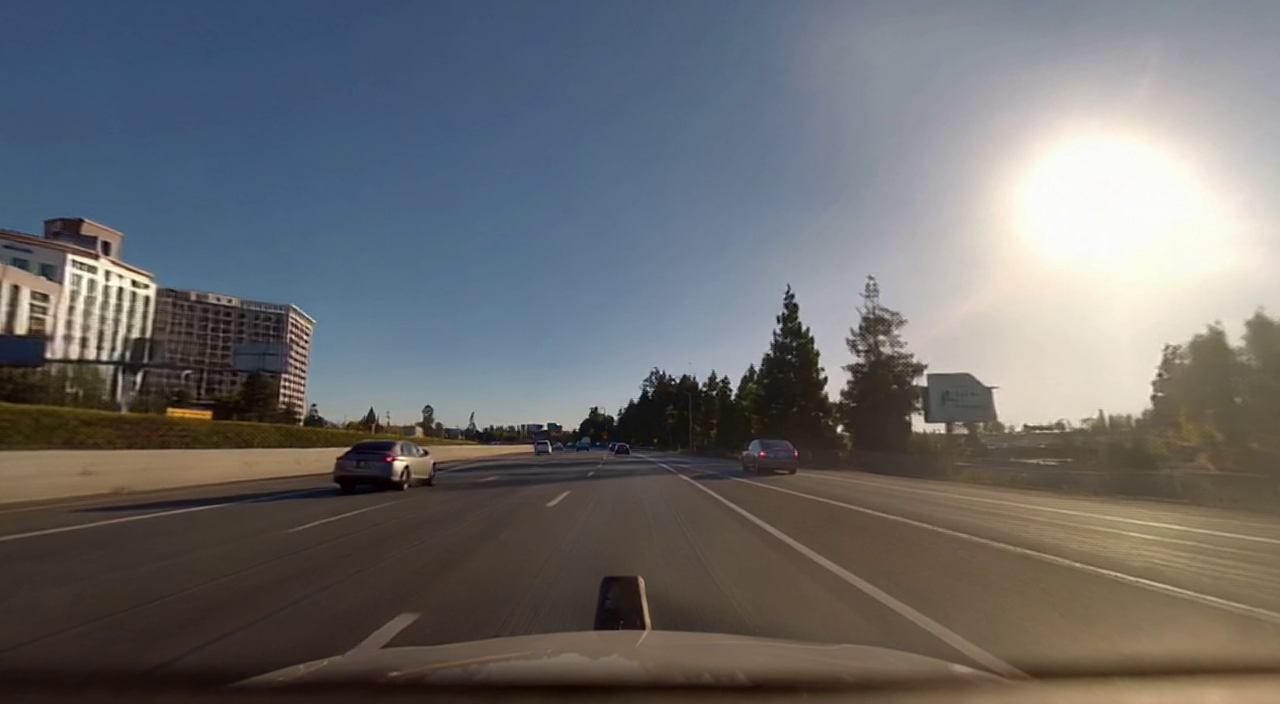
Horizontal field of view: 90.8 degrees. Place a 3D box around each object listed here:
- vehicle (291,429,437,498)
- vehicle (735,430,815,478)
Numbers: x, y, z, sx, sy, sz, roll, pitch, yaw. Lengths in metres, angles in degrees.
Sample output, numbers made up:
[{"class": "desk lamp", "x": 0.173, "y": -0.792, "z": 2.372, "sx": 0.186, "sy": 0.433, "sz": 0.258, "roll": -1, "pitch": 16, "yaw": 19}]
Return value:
[{"class": "vehicle", "x": -7.596, "y": 3.128, "z": 18.060, "sx": 2.030, "sy": 1.672, "sz": 4.913, "roll": 0, "pitch": -9, "yaw": -1}, {"class": "vehicle", "x": 5.341, "y": 4.115, "z": 25.627, "sx": 2.023, "sy": 1.782, "sz": 4.193, "roll": 0, "pitch": -9, "yaw": -4}]
